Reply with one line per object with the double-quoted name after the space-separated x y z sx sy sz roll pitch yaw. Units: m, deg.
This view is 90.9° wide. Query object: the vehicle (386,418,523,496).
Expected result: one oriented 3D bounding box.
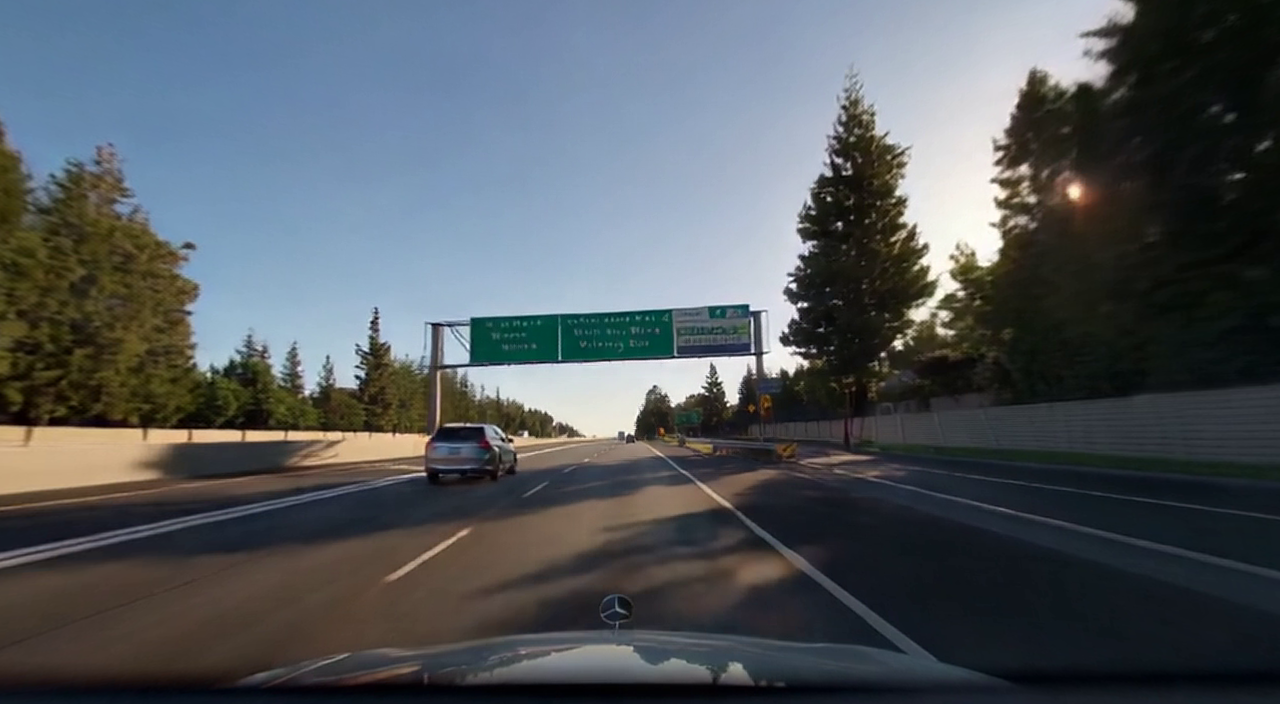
-4.350 2.507 15.607 2.129 1.641 4.263 0 -7 -1 "vehicle"
